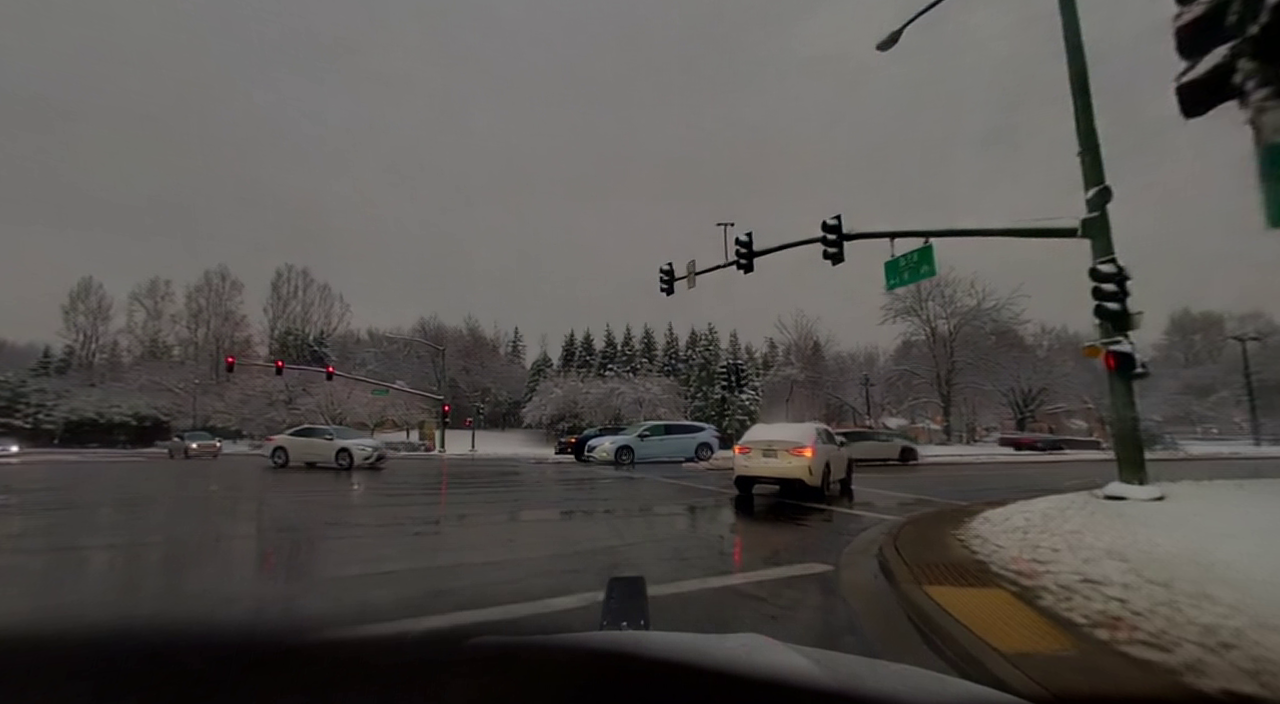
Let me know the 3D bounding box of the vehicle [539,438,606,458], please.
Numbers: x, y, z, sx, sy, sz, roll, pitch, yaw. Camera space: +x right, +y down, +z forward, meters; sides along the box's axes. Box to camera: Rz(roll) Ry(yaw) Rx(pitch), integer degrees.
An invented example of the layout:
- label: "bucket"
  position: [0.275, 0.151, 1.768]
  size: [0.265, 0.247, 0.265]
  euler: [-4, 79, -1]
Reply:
- label: "vehicle"
  position: [-5.202, 7.391, 48.695]
  size: [4.751, 1.479, 1.899]
  euler: [4, -9, -26]

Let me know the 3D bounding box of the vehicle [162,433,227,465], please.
- label: "vehicle"
  position: [-27.236, 5.900, 38.435]
  size: [2.450, 1.807, 5.332]
  euler: [7, -11, -42]

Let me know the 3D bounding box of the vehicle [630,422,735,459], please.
- label: "vehicle"
  position: [1.985, 4.067, 29.094]
  size: [4.483, 1.589, 1.852]
  euler: [3, -9, -26]

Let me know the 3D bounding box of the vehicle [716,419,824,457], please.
- label: "vehicle"
  position: [7.308, 4.866, 35.438]
  size: [5.791, 1.964, 2.199]
  euler: [5, -9, -26]

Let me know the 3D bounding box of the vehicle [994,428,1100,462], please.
- label: "vehicle"
  position: [19.240, 4.367, 29.748]
  size: [5.032, 1.473, 1.827]
  euler: [4, -9, -27]

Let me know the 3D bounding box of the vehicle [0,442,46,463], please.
- label: "vehicle"
  position: [-48.618, 7.645, 47.874]
  size: [4.589, 1.462, 1.953]
  euler: [2, -9, -17]

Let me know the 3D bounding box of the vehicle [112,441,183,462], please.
- label: "vehicle"
  position: [-37.047, 7.489, 47.400]
  size: [4.826, 1.484, 2.000]
  euler: [-4, -9, 22]

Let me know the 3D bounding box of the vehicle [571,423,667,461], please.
- label: "vehicle"
  position: [-1.057, 4.444, 31.356]
  size: [4.360, 1.749, 1.895]
  euler: [4, -9, -28]

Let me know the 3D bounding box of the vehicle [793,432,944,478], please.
- label: "vehicle"
  position: [7.587, 3.393, 21.056]
  size: [4.425, 1.366, 1.865]
  euler: [2, -9, -15]

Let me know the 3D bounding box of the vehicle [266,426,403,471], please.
- label: "vehicle"
  position: [-10.804, 3.393, 22.241]
  size: [4.686, 1.425, 2.018]
  euler: [-6, -10, 30]
